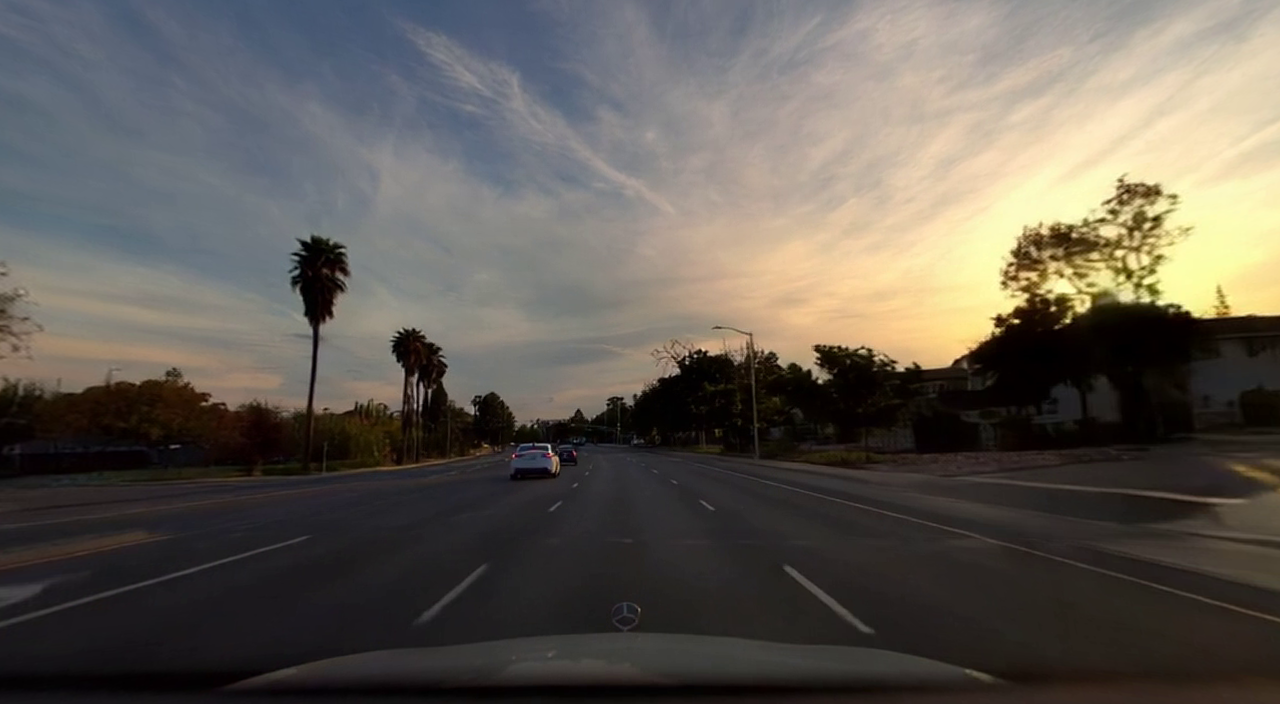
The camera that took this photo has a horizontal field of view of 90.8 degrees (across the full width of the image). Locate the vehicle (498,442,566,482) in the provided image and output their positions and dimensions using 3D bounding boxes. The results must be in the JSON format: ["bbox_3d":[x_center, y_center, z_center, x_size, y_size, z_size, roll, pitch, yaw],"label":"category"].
[{"bbox_3d":[-4.289,4.454,25.885,2.108,1.475,4.555,0,-8,-2],"label":"vehicle"}]
